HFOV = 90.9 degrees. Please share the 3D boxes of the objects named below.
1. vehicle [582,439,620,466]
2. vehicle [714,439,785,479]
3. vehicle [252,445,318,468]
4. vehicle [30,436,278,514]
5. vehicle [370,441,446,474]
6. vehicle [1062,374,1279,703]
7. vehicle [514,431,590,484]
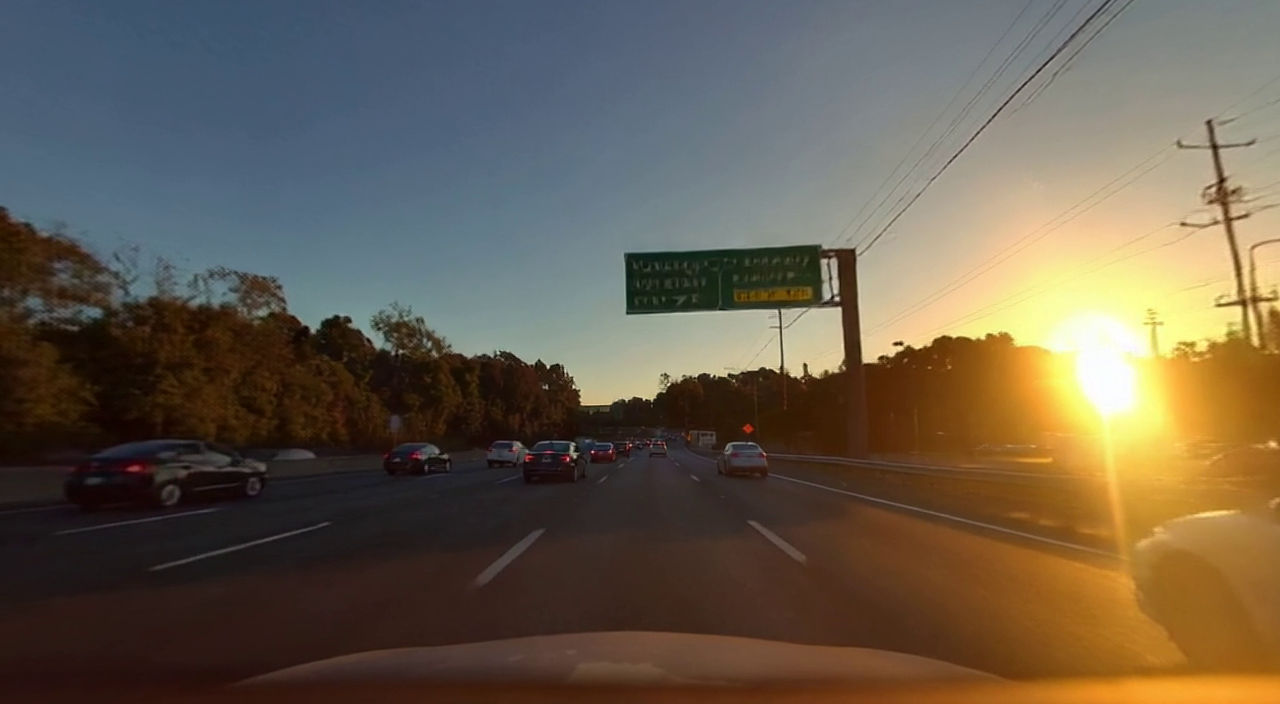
[{"bbox_3d":[-2.519,6.682,42.211,2.133,1.668,4.505,0,-8,2],"label":"vehicle"},{"bbox_3d":[4.394,4.378,26.073,2.022,1.472,4.678,0,-8,-1],"label":"vehicle"},{"bbox_3d":[-23.530,6.925,41.989,1.834,1.482,4.337,0,-8,1],"label":"vehicle"},{"bbox_3d":[-10.726,2.711,14.523,1.926,1.479,4.688,0,-8,1],"label":"vehicle"},{"bbox_3d":[-11.042,5.039,30.417,1.877,1.458,4.543,0,-8,1],"label":"vehicle"},{"bbox_3d":[3.742,0.761,1.812,2.036,1.580,4.360,0,-8,0],"label":"vehicle"},{"bbox_3d":[-3.130,3.873,23.454,2.133,1.775,4.530,0,-8,1],"label":"vehicle"}]
